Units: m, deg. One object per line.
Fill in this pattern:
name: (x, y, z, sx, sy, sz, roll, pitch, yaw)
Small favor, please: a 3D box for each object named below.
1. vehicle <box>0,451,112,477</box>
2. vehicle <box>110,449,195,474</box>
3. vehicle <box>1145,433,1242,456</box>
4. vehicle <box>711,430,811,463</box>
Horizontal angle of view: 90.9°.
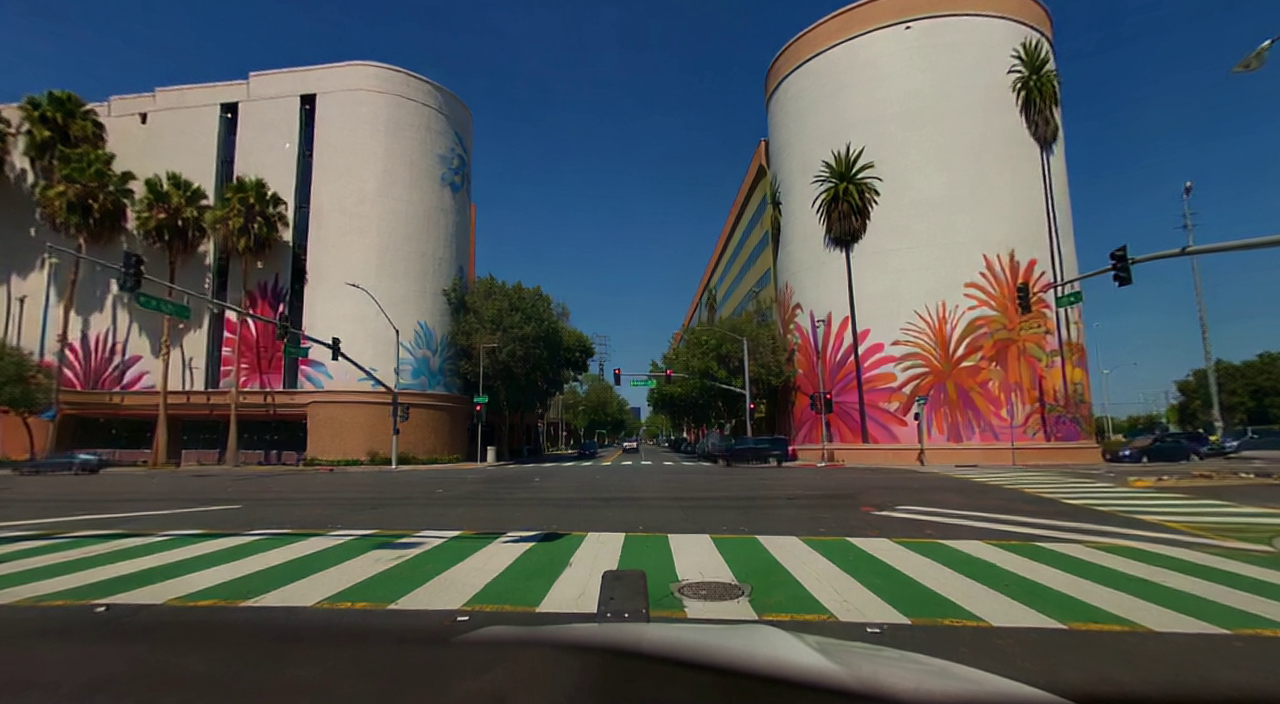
vehicle: (-33.956, 6.470, 36.564, 4.893, 1.458, 1.791, 0, -8, -3)
vehicle: (-33.037, 7.412, 42.780, 4.136, 1.661, 1.857, 0, -8, 1)
vehicle: (36.132, 6.028, 41.212, 4.606, 1.449, 1.687, 0, -8, 2)
vehicle: (7.051, 5.567, 37.227, 5.477, 1.880, 2.125, 0, -8, 1)
